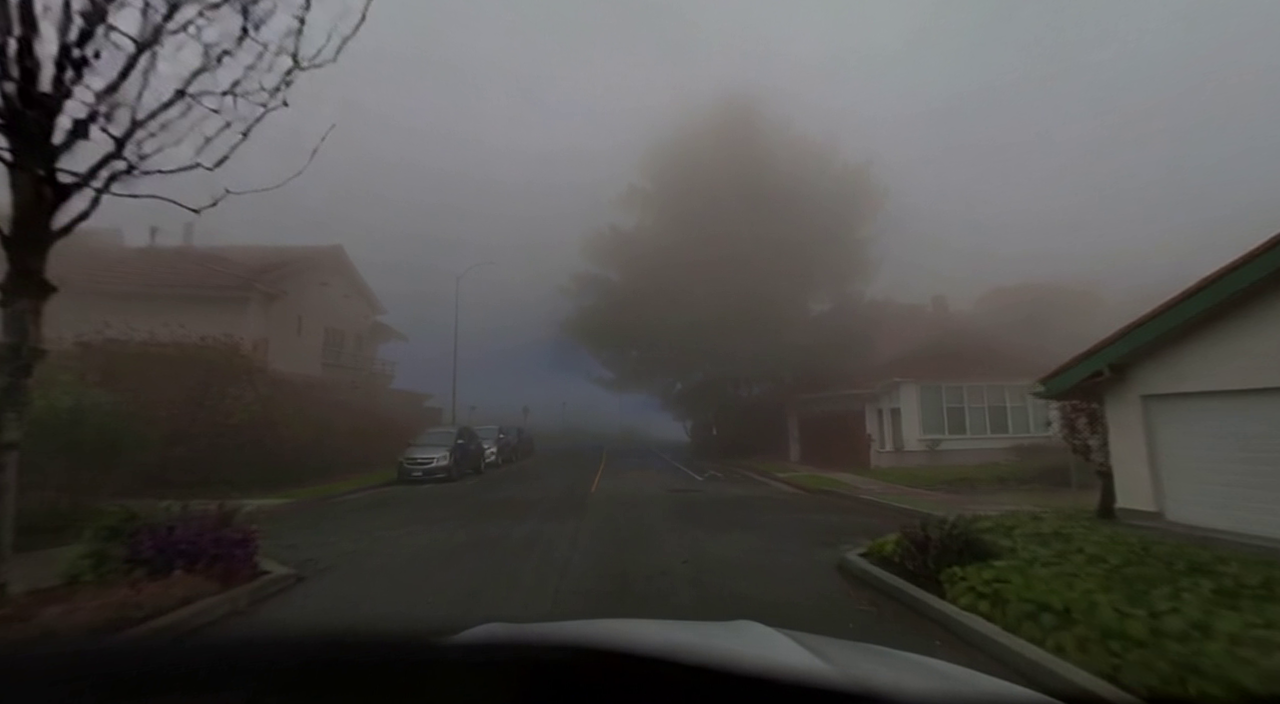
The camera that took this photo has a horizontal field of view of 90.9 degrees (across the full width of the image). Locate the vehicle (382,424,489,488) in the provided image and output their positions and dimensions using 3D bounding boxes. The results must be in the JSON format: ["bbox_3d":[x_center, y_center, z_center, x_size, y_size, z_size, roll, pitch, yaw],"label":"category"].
[{"bbox_3d":[-6.247,3.203,19.804,2.147,1.780,4.165,0,-8,-3],"label":"vehicle"}]
